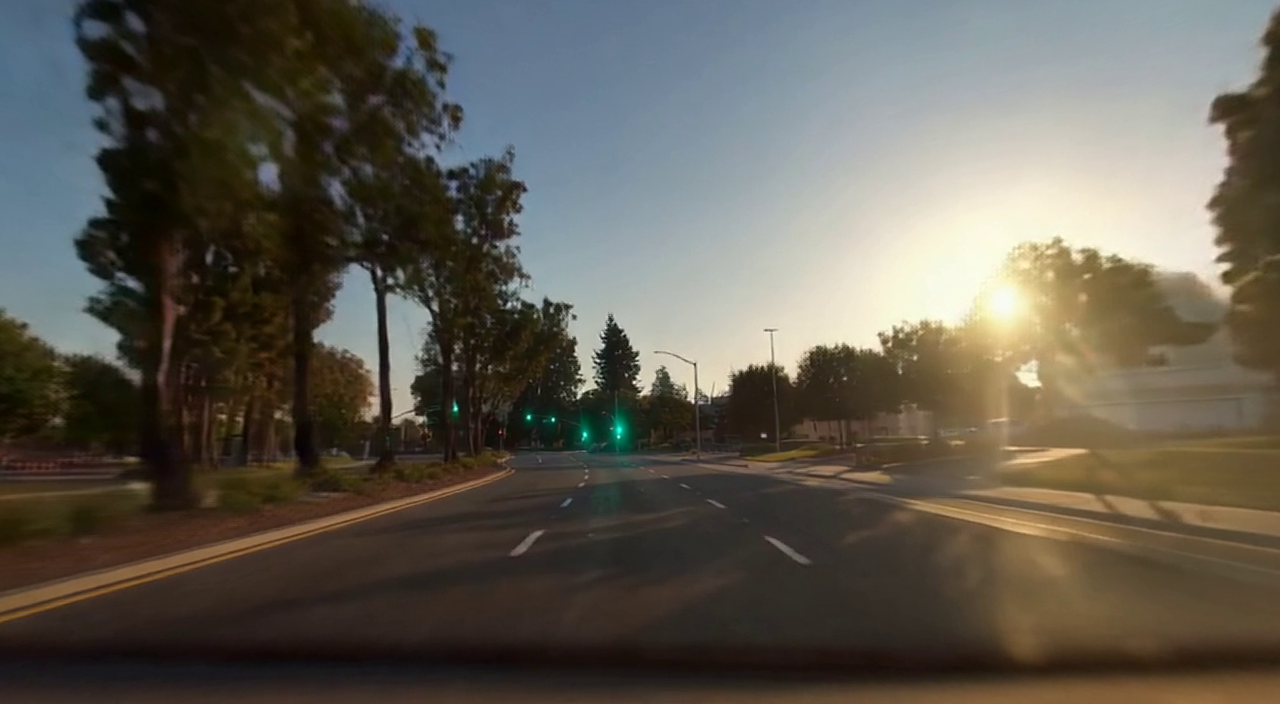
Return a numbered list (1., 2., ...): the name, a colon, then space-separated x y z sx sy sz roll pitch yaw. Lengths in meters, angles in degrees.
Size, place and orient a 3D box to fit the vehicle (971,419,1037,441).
1. vehicle: 26.560 5.722 46.152 1.808 1.485 4.467 1 -8 -6
